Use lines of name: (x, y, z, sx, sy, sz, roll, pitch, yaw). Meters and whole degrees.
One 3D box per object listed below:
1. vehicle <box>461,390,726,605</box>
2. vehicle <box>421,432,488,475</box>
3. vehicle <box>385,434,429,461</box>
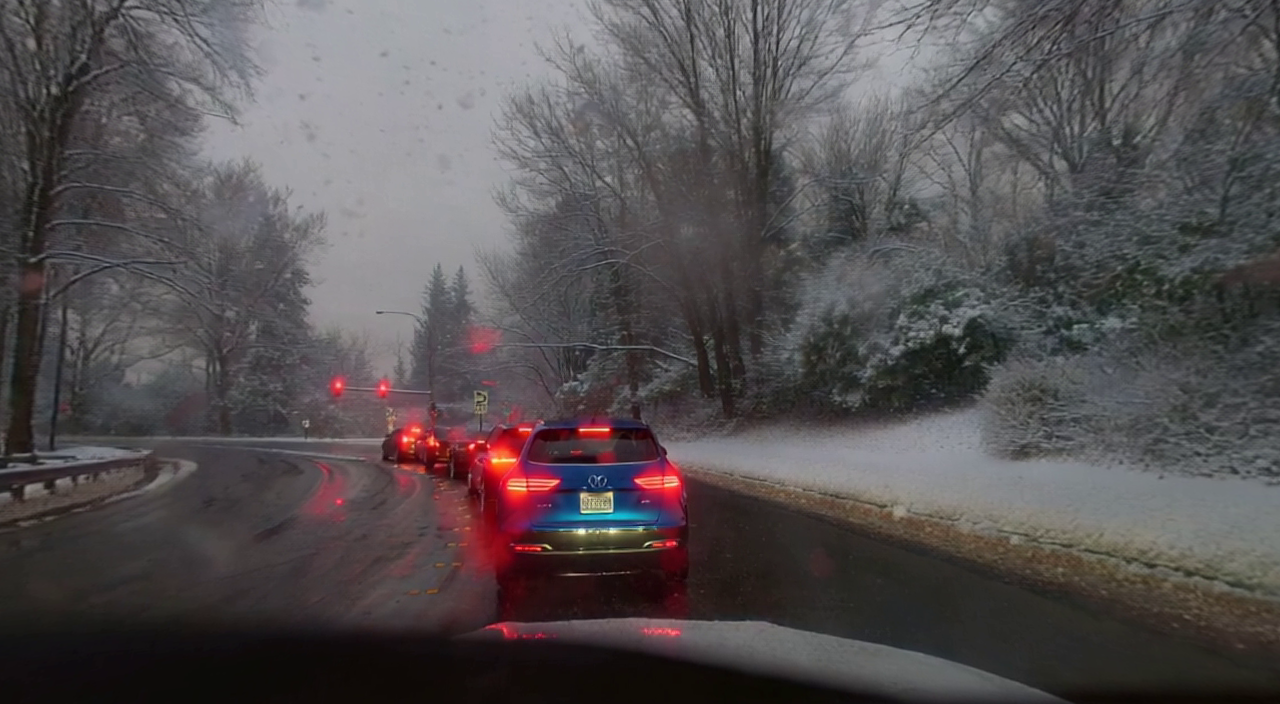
vehicle: (-0.682, 1.455, 7.194, 2.134, 1.671, 4.147, 1, -8, -10)
vehicle: (-7.294, 3.922, 24.491, 1.902, 1.536, 3.662, 4, -9, -25)
vehicle: (-13.737, 5.595, 36.908, 1.863, 1.488, 4.426, 4, -9, -26)
